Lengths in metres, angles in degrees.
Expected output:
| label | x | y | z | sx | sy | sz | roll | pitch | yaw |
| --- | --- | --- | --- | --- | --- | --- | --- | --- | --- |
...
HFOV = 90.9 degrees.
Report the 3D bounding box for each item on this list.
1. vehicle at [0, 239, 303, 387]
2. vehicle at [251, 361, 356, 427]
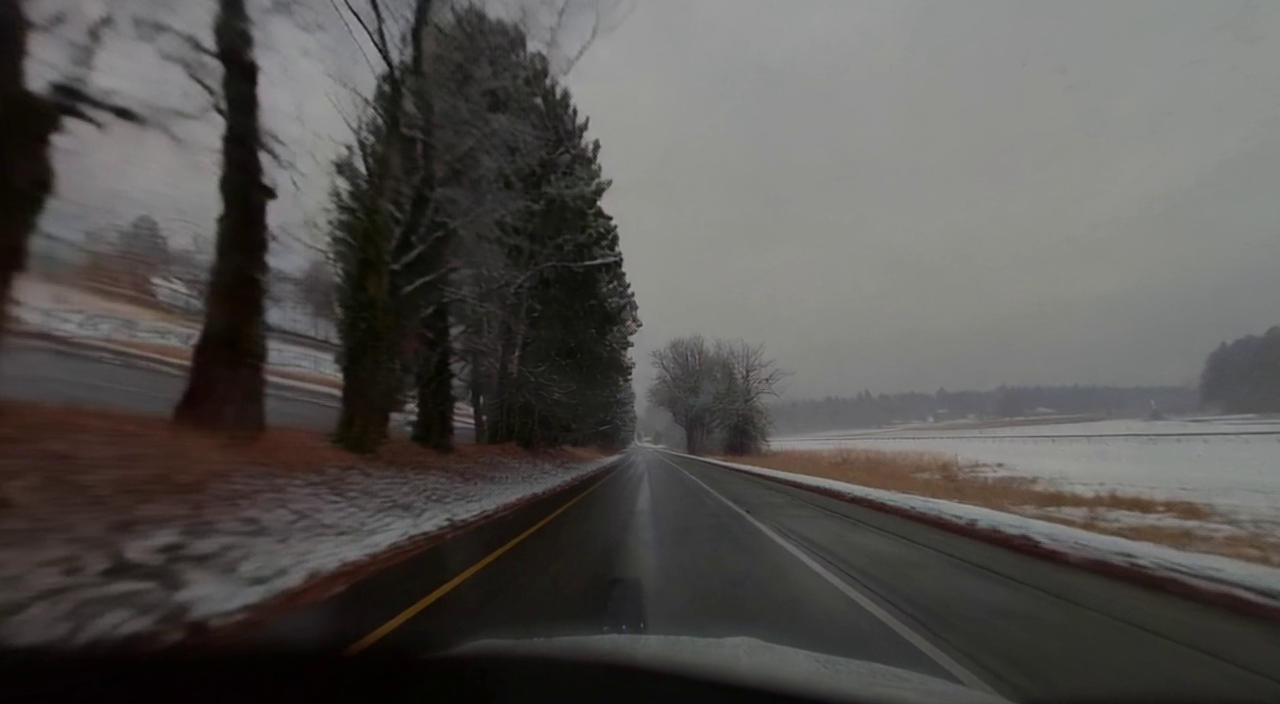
| label | x | y | z | sx | sy | sz | roll | pitch | yaw |
| --- | --- | --- | --- | --- | --- | --- | --- | --- | --- |
| vehicle | -25.736 | -1.292 | 35.799 | 3.314 | 4.163 | 16.558 | -1 | -12 | 3 |
| vehicle | -24.421 | 3.038 | 46.495 | 3.022 | 4.324 | 8.607 | -1 | -3 | 0 |
